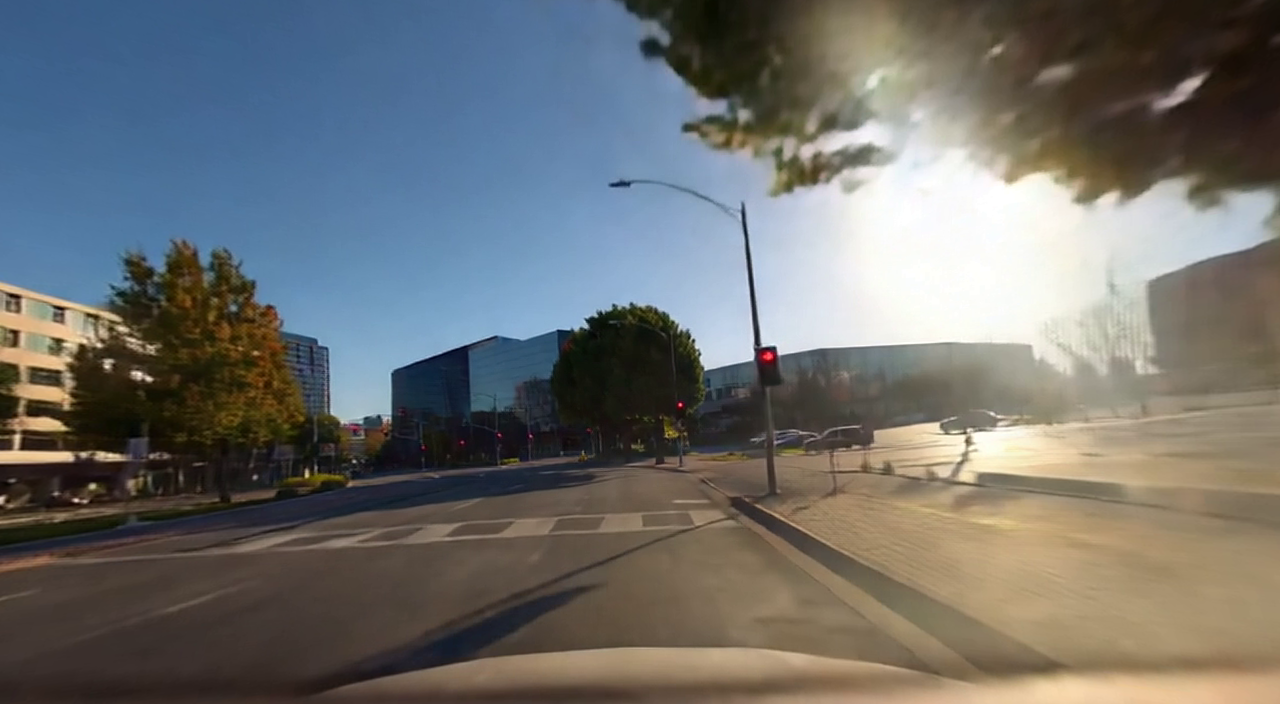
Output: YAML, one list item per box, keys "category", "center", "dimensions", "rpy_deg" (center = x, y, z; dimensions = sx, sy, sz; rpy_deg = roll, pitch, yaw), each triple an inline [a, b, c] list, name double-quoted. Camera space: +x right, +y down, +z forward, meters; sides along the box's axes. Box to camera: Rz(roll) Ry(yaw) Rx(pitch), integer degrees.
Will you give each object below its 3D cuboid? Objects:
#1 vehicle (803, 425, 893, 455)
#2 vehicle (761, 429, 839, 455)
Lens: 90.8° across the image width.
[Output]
- category: "vehicle"
  center: [11.697, 5.000, 35.698]
  dimensions: [4.332, 1.581, 2.028]
  rpy_deg: [2, -9, -11]
- category: "vehicle"
  center: [10.350, 5.858, 40.986]
  dimensions: [4.400, 1.584, 1.964]
  rpy_deg: [2, -9, -12]
